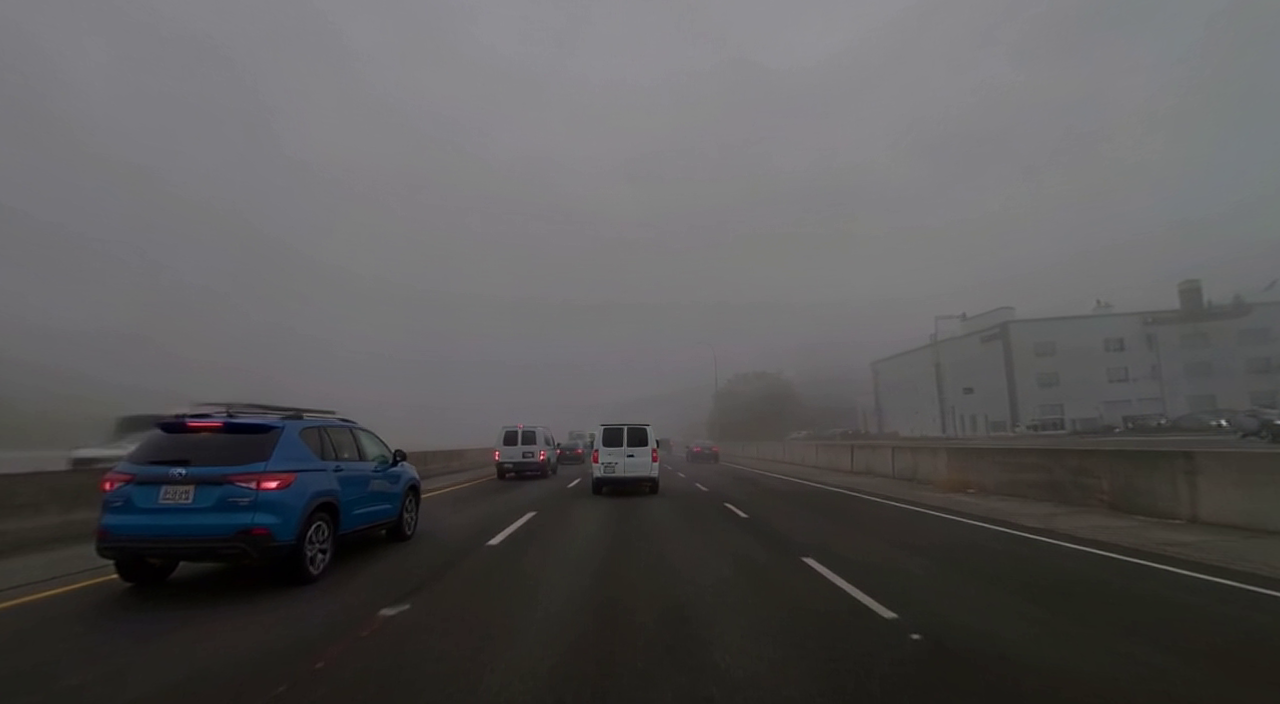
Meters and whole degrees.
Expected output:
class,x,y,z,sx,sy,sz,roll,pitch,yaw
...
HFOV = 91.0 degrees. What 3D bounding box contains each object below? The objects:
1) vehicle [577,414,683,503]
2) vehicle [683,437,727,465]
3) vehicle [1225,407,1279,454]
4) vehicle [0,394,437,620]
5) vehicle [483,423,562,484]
class,x,y,z,sx,sy,sz,roll,pitch,yaw
vehicle,-0.281,2.630,15.940,2.304,1.925,4.282,0,-8,-1
vehicle,3.732,5.760,36.738,1.999,1.494,3.833,0,-8,-3
vehicle,30.936,3.973,31.761,1.480,2.238,1.864,-5,-9,29
vehicle,-3.948,1.491,7.068,1.972,1.703,4.333,0,-8,-1
vehicle,-4.047,3.567,22.396,2.038,1.936,4.300,0,-8,-1
